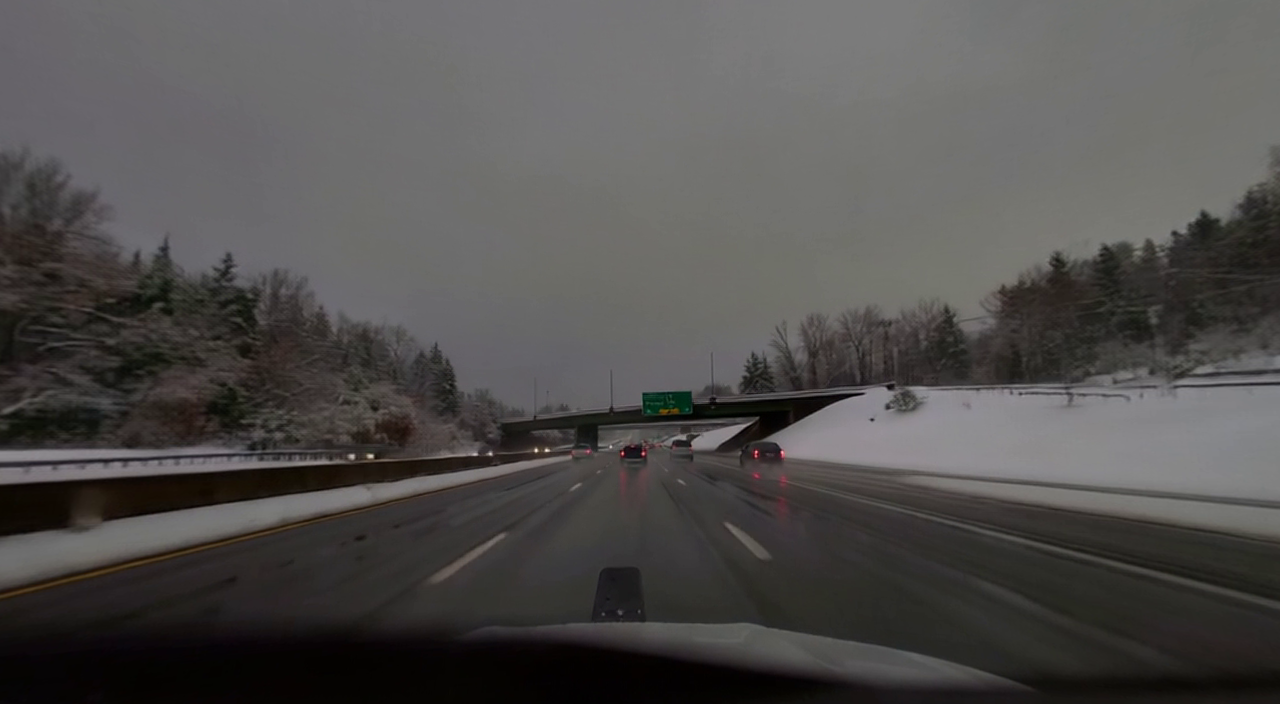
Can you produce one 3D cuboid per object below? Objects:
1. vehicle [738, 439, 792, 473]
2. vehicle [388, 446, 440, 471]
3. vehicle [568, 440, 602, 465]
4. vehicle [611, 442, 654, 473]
[{"bbox_3d":[6.408,5.379,32.795,1.936,1.625,3.991,0,-9,-1],"label":"vehicle"},{"bbox_3d":[-14.035,6.625,39.485,1.811,1.496,3.954,0,-9,0],"label":"vehicle"},{"bbox_3d":[-4.094,7.578,47.642,2.113,1.756,4.471,0,-9,0],"label":"vehicle"},{"bbox_3d":[-0.393,5.407,32.483,2.075,1.486,4.007,0,-9,0],"label":"vehicle"}]
